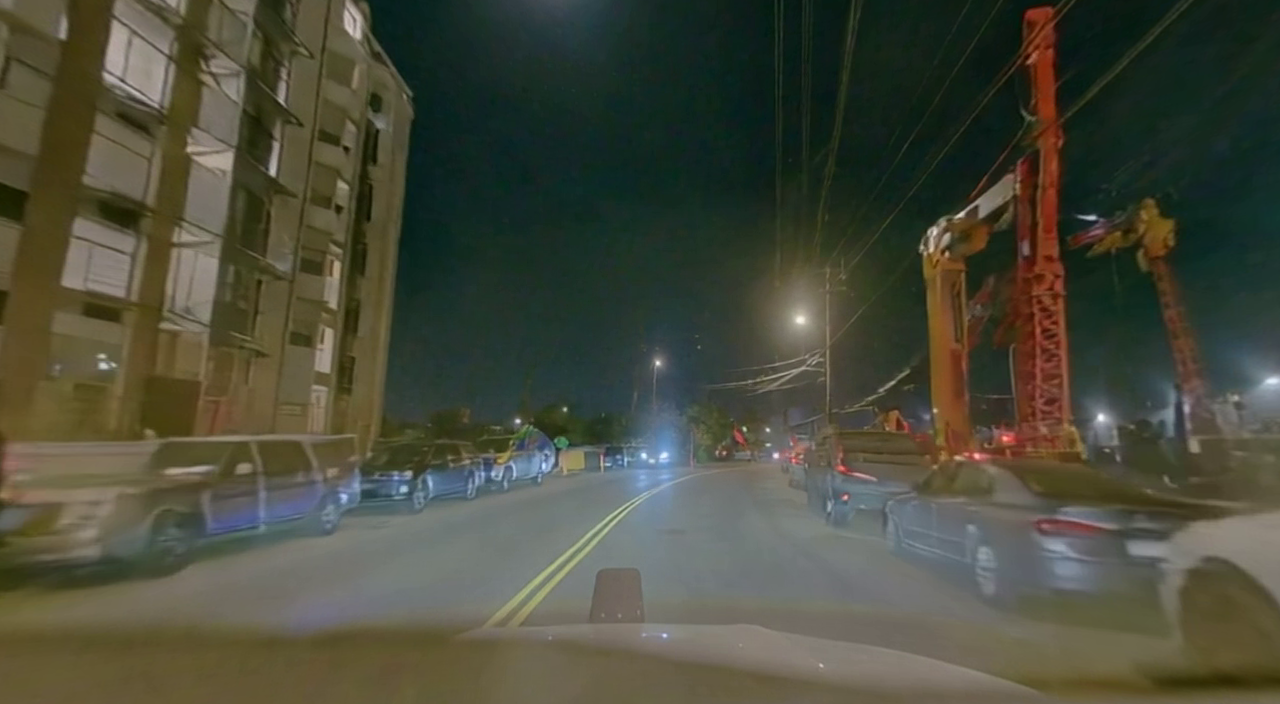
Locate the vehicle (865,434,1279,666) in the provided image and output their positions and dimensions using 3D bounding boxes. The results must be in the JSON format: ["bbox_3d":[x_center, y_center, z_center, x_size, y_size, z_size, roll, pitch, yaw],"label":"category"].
[{"bbox_3d":[4.199,1.749,6.959,1.976,1.560,5.158,-1,-9,5],"label":"vehicle"}]

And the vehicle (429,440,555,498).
[{"bbox_3d":[-4.408,3.569,19.636,1.966,1.568,4.705,-2,-9,12],"label":"vehicle"}]

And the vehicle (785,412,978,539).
[{"bbox_3d":[4.530,2.407,12.955,2.184,2.035,5.422,-1,-9,5],"label":"vehicle"}]

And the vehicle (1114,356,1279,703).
[{"bbox_3d":[3.797,0.695,1.265,2.084,1.804,4.882,-1,-9,4],"label":"vehicle"}]

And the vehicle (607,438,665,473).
[{"bbox_3d":[-0.144,6.031,36.795,1.953,1.871,4.712,-3,-9,18],"label":"vehicle"}]

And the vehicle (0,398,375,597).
[{"bbox_3d":[-5.821,1.759,8.556,1.976,1.886,4.831,-1,-9,5],"label":"vehicle"}]

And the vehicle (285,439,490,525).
[{"bbox_3d":[-5.200,2.737,13.936,2.020,1.519,4.944,-1,-9,7],"label":"vehicle"}]
